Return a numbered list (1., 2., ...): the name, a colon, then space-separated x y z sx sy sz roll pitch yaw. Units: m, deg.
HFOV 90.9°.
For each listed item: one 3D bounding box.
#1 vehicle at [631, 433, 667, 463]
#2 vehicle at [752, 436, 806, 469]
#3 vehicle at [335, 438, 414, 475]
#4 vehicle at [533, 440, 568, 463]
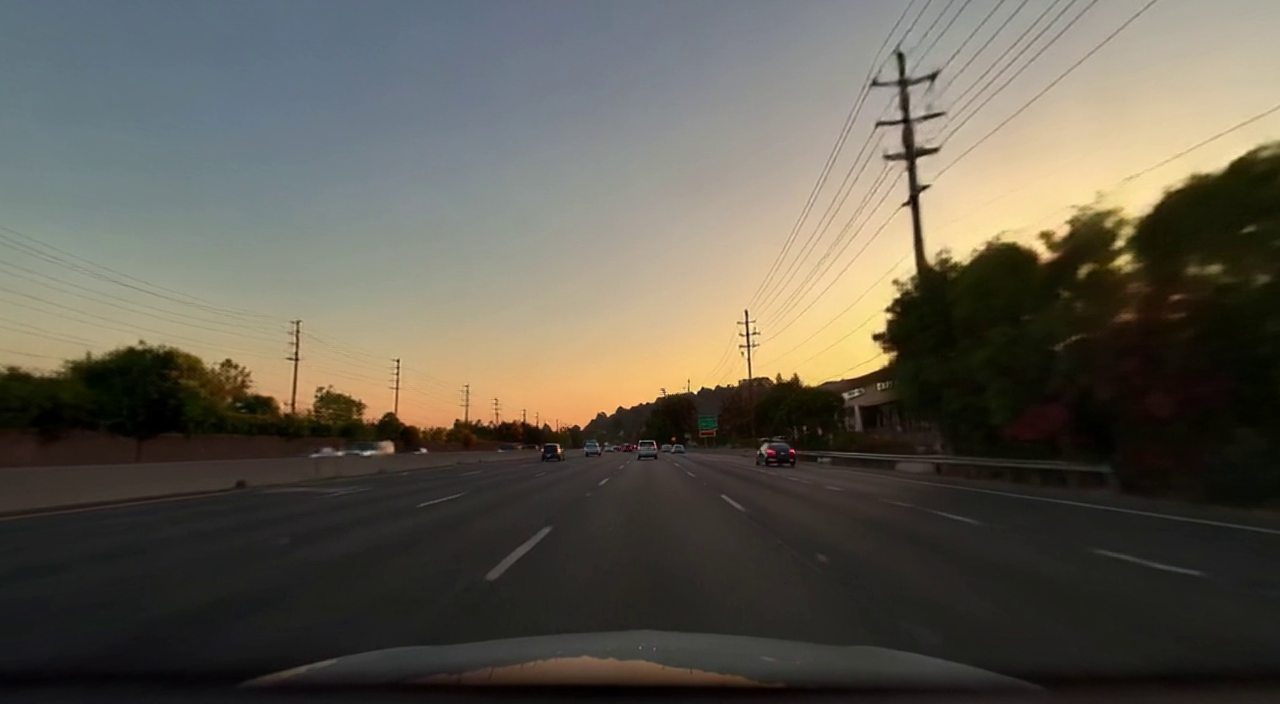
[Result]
1. vehicle: 0.668 7.467 49.146 2.622 2.208 5.320 0 -8 0
2. vehicle: 7.642 5.584 35.065 1.937 1.698 4.322 0 -8 -1
3. vehicle: -14.227 5.577 34.093 2.149 1.846 4.713 -1 -8 1
4. vehicle: -7.010 7.830 49.609 2.007 1.732 4.395 0 -8 1
